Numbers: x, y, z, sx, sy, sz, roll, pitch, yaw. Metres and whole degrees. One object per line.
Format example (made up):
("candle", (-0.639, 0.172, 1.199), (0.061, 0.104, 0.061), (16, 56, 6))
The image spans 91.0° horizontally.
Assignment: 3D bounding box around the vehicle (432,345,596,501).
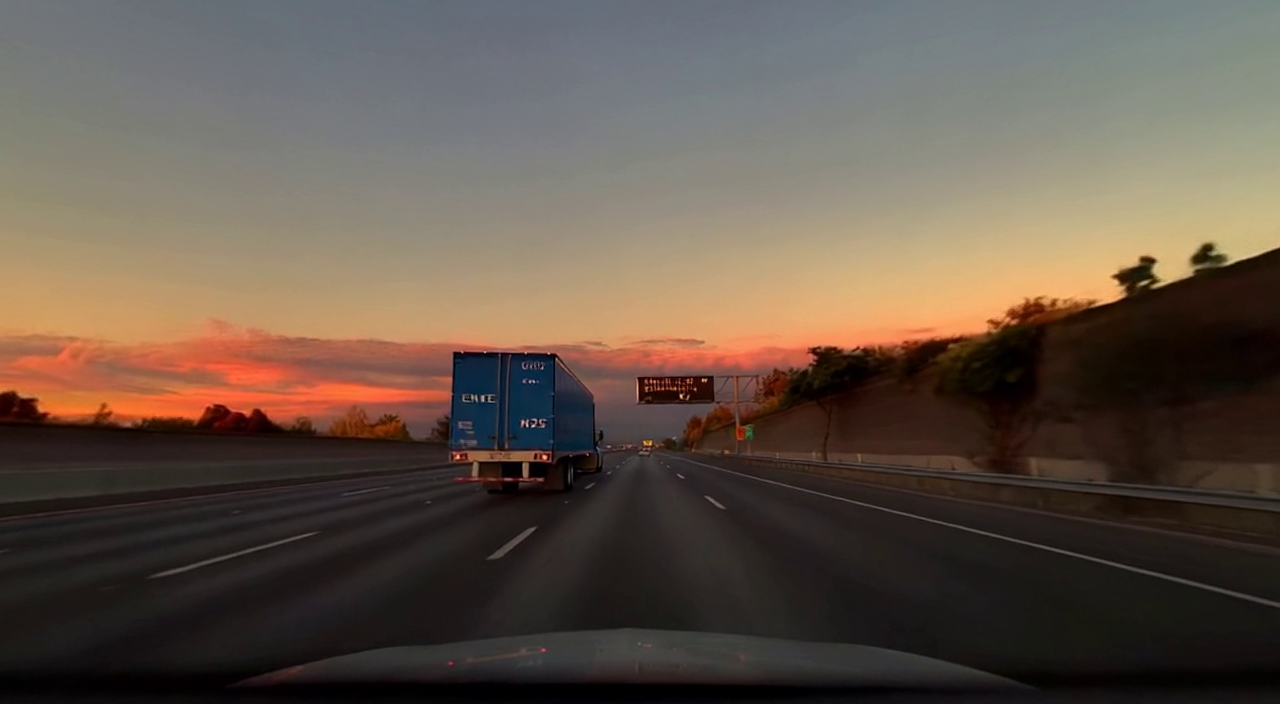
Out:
("vehicle", (-3.568, 2.614, 21.525), (3.059, 3.956, 11.036), (0, -9, 1))
